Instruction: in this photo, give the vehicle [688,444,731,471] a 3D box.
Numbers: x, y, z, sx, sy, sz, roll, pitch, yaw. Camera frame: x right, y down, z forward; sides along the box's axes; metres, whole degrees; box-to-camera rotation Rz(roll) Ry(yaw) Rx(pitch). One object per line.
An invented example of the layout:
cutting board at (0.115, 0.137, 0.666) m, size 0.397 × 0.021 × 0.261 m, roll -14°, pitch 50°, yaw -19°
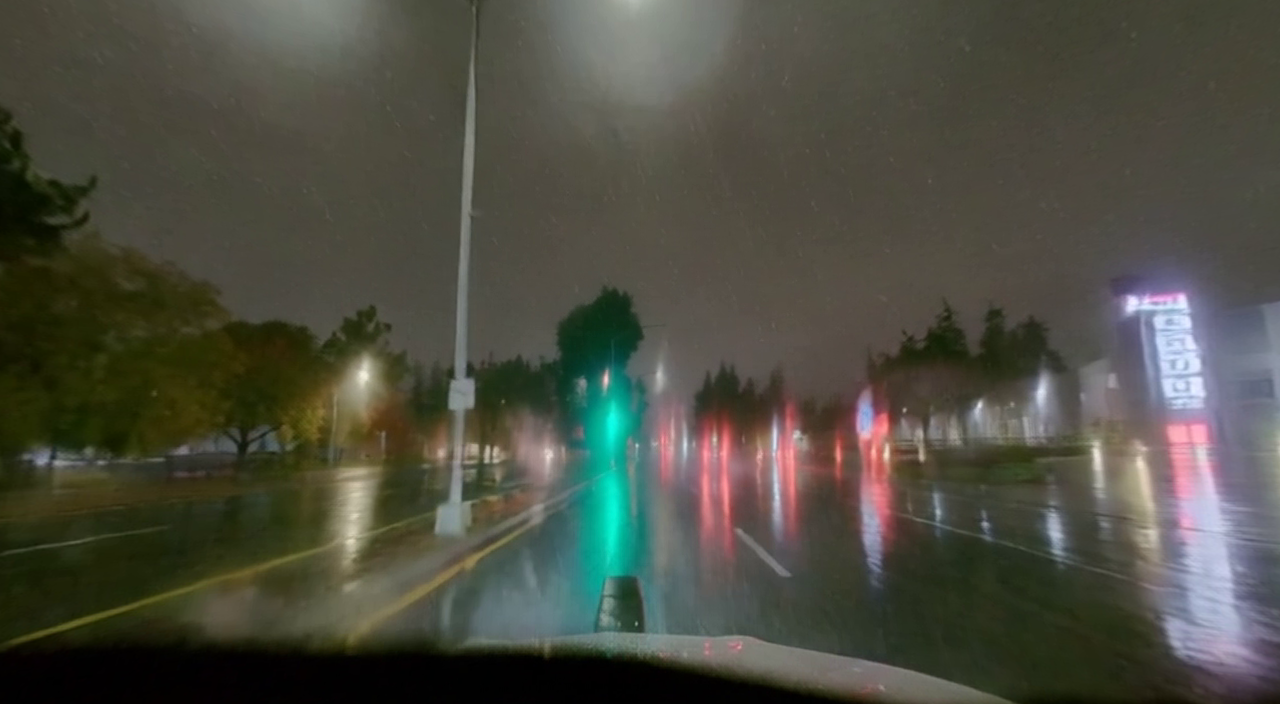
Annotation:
vehicle at (4.091, 6.282, 37.587) m, size 2.015 × 1.479 × 4.444 m, roll 0°, pitch -9°, yaw 0°
